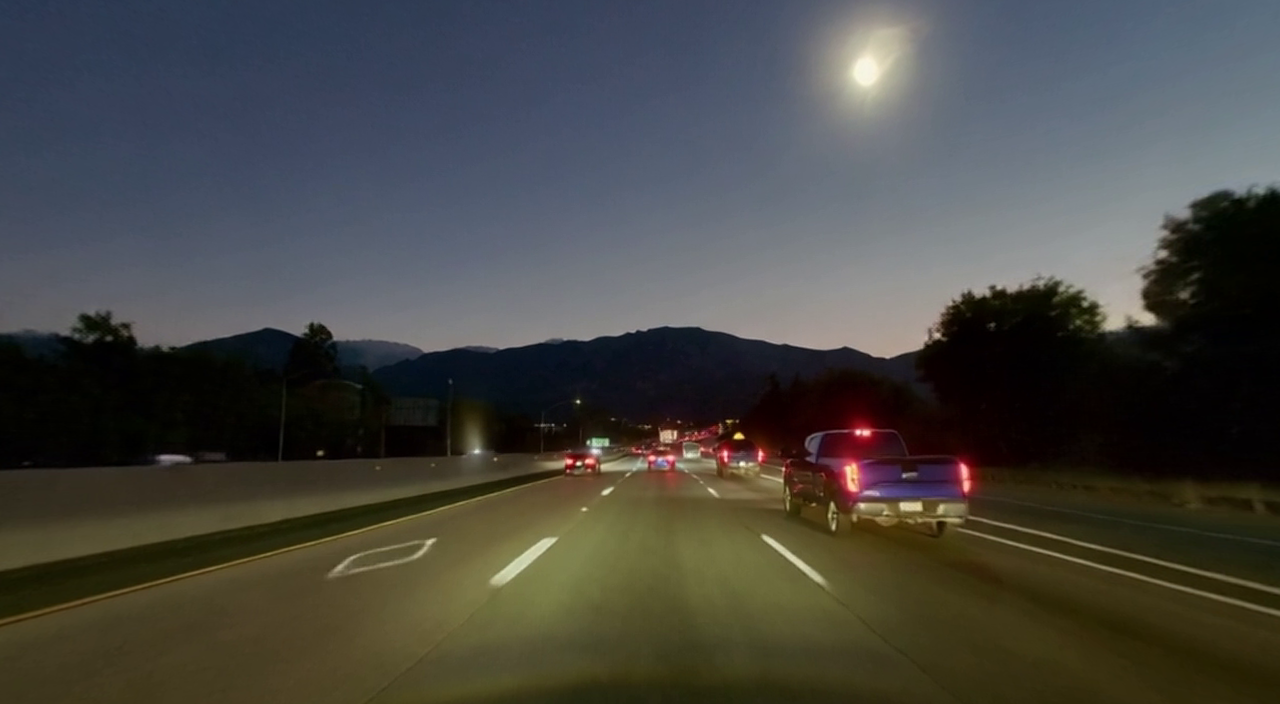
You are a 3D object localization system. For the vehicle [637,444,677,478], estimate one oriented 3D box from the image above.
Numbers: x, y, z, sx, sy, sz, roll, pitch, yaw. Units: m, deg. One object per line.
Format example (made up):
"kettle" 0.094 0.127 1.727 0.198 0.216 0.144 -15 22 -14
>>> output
"vehicle" 0.866 5.693 33.219 1.959 1.604 4.065 -1 -8 1

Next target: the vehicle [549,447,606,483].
"vehicle" -2.923 5.393 30.406 2.109 1.530 4.646 -1 -8 2

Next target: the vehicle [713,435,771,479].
"vehicle" 4.866 5.107 30.863 2.057 1.958 4.495 0 -8 0

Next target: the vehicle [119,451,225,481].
"vehicle" -27.859 6.786 37.855 2.172 1.609 5.420 -1 -8 1

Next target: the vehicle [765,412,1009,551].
"vehicle" 3.857 2.144 11.245 2.229 1.837 5.387 -1 -8 1
